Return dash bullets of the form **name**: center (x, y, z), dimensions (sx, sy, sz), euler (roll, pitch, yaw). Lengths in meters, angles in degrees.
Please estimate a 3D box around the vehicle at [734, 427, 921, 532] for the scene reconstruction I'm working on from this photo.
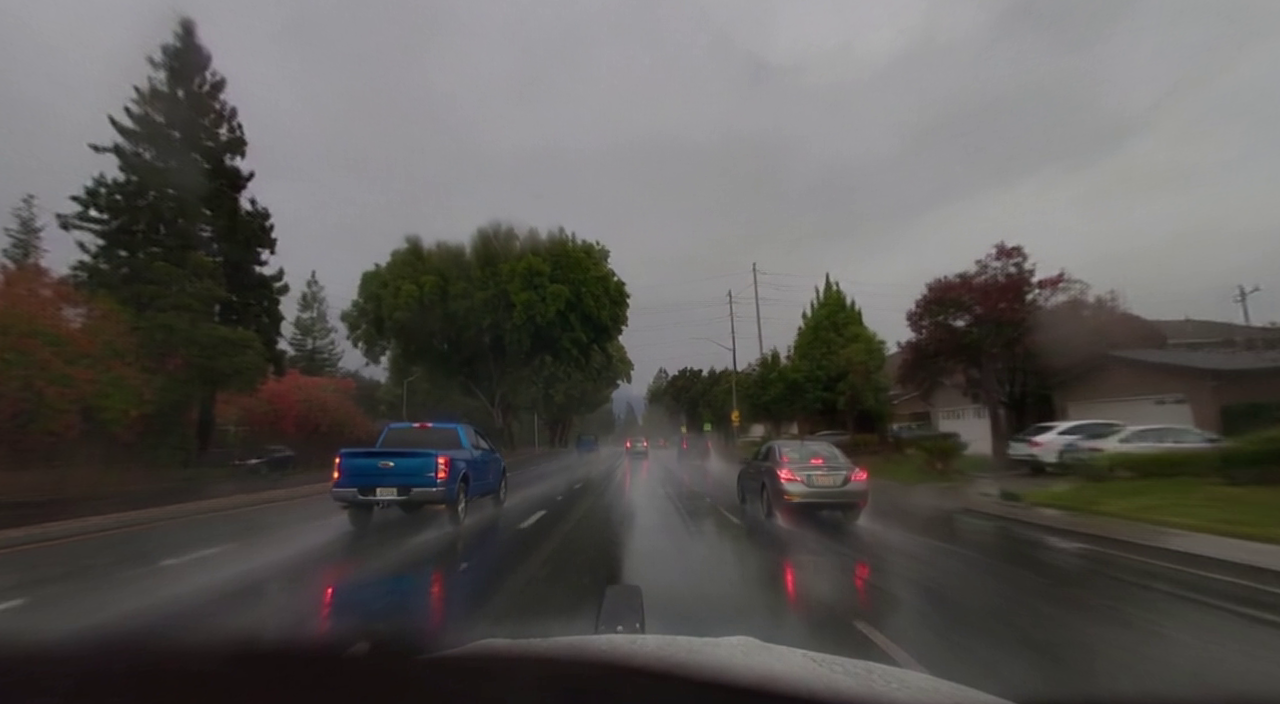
- **vehicle**: center (2.952, 2.091, 11.032), dimensions (1.884, 1.463, 4.195), euler (0, -8, -1)

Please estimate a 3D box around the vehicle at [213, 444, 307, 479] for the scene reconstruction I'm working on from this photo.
- **vehicle**: center (-18.318, 5.246, 30.691), dimensions (1.841, 1.554, 4.260), euler (0, -8, 1)

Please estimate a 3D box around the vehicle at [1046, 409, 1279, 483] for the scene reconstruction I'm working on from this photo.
- **vehicle**: center (14.033, 2.529, 17.112), dimensions (4.647, 1.841, 2.009), euler (0, -8, -2)

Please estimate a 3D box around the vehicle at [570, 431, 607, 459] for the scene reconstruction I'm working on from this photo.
- **vehicle**: center (-3.517, 6.452, 44.000), dimensions (2.218, 1.829, 4.492), euler (0, -8, 0)

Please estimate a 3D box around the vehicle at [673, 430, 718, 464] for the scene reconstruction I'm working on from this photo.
- **vehicle**: center (3.154, 5.489, 36.818), dimensions (2.099, 1.845, 4.363), euler (0, -8, -2)

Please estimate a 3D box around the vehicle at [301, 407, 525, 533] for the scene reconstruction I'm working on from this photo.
- **vehicle**: center (-3.644, 2.008, 11.489), dimensions (2.111, 1.745, 5.274), euler (0, -8, 0)
